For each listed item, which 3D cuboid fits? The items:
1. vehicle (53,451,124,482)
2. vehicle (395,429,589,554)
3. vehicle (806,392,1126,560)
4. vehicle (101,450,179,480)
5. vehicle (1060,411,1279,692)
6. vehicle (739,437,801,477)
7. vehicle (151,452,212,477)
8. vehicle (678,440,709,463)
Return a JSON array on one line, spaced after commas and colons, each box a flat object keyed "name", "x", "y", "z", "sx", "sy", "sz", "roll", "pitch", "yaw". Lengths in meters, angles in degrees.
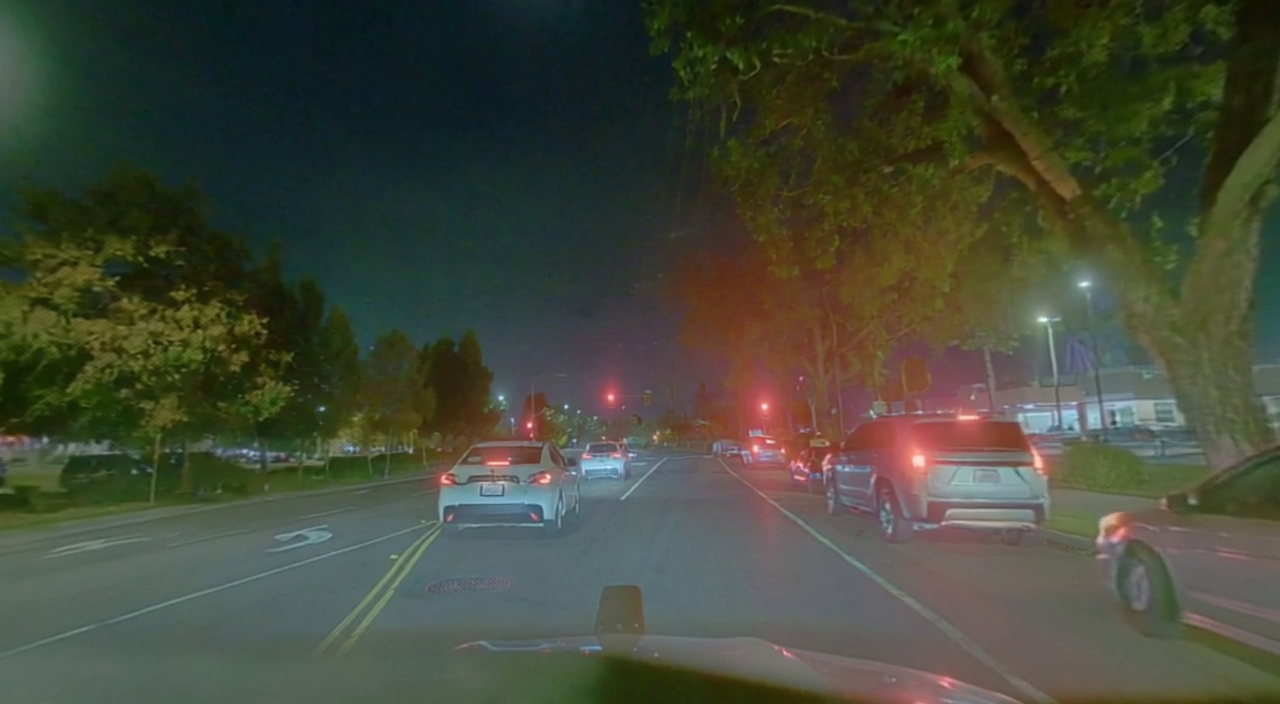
[{"name": "vehicle", "x": -28.662, "y": 5.900, "z": 32.795, "sx": 3.865, "sy": 1.499, "sz": 1.804, "roll": -6, "pitch": -10, "yaw": 35}, {"name": "vehicle", "x": -1.966, "y": 2.013, "z": 9.853, "sx": 1.968, "sy": 1.497, "sz": 4.286, "roll": 0, "pitch": -8, "yaw": 0}, {"name": "vehicle", "x": 4.466, "y": 1.823, "z": 10.118, "sx": 2.324, "sy": 1.907, "sz": 5.634, "roll": 0, "pitch": -8, "yaw": 3}, {"name": "vehicle", "x": -28.250, "y": 6.332, "z": 35.675, "sx": 4.127, "sy": 1.583, "sz": 1.978, "roll": -5, "pitch": -10, "yaw": 30}, {"name": "vehicle", "x": 4.337, "y": 0.989, "z": 2.815, "sx": 1.904, "sy": 1.494, "sz": 4.864, "roll": -1, "pitch": -8, "yaw": 5}, {"name": "vehicle", "x": 5.345, "y": 4.374, "z": 26.562, "sx": 1.910, "sy": 1.493, "sz": 4.490, "roll": -1, "pitch": -8, "yaw": 4}, {"name": "vehicle", "x": -27.776, "y": 6.775, "z": 38.218, "sx": 3.527, "sy": 1.390, "sz": 1.681, "roll": -5, "pitch": -10, "yaw": 32}, {"name": "vehicle", "x": 3.725, "y": 6.996, "z": 44.533, "sx": 2.095, "sy": 1.473, "sz": 4.301, "roll": -1, "pitch": -8, "yaw": 4}]
